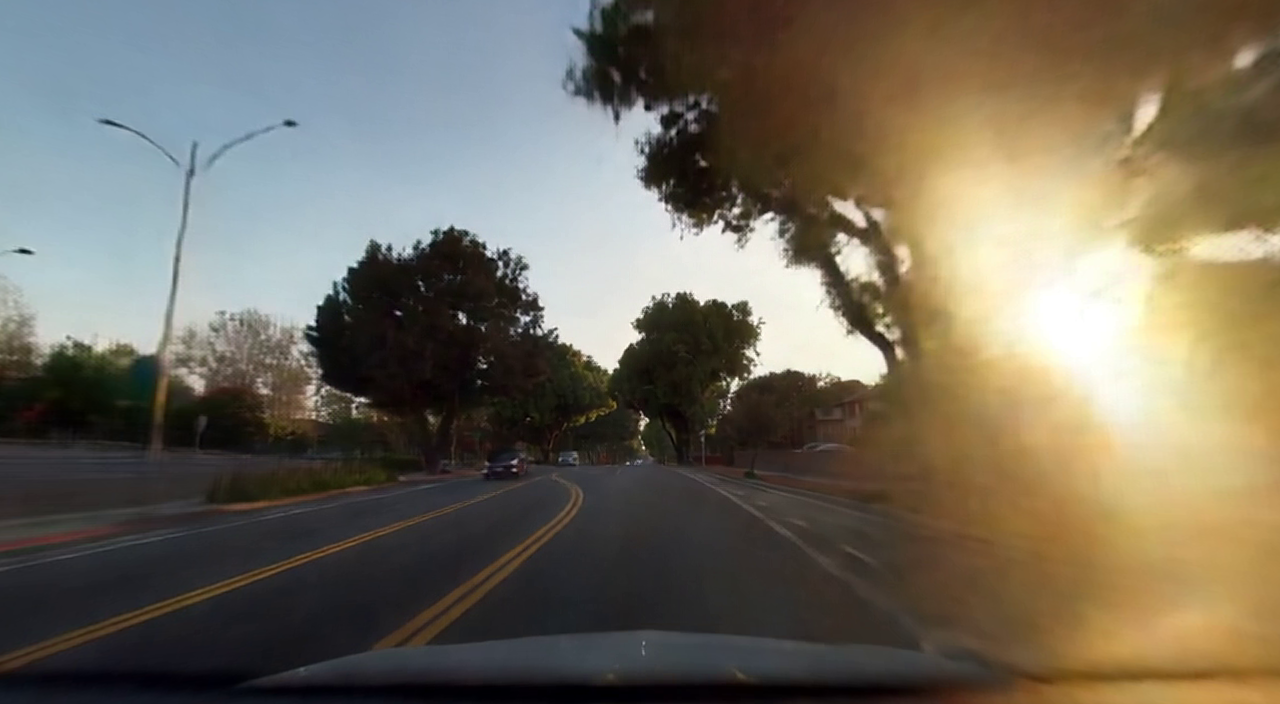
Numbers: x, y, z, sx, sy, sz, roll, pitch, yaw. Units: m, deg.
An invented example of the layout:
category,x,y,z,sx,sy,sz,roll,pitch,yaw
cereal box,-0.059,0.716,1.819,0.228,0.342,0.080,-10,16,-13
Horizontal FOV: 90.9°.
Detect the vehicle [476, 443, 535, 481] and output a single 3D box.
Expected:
category,x,y,z,sx,sy,sz,roll,pitch,yaw
vehicle,-6.368,5.245,30.289,1.972,1.684,4.144,0,-8,-1
